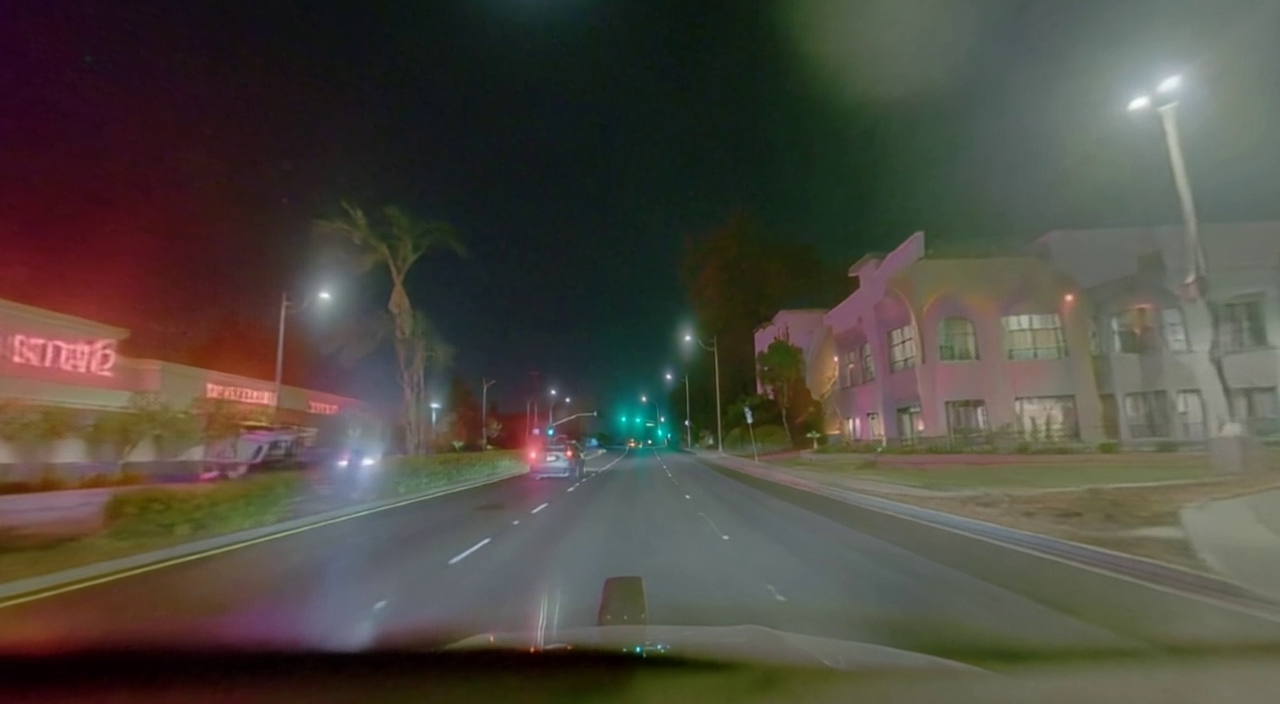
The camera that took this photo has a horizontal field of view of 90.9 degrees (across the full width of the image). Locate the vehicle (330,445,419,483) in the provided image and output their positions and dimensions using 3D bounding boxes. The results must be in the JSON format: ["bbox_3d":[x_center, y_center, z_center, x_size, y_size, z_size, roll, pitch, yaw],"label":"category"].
[{"bbox_3d":[-11.114,4.696,26.731,1.930,1.480,4.115,0,-8,1],"label":"vehicle"}]

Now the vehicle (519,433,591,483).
[{"bbox_3d":[-3.109,3.997,24.080,2.062,1.693,4.669,0,-8,1],"label":"vehicle"}]

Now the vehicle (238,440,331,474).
[{"bbox_3d":[-22.266,6.590,39.819,2.452,1.859,5.964,-3,-9,0],"label":"vehicle"}]
